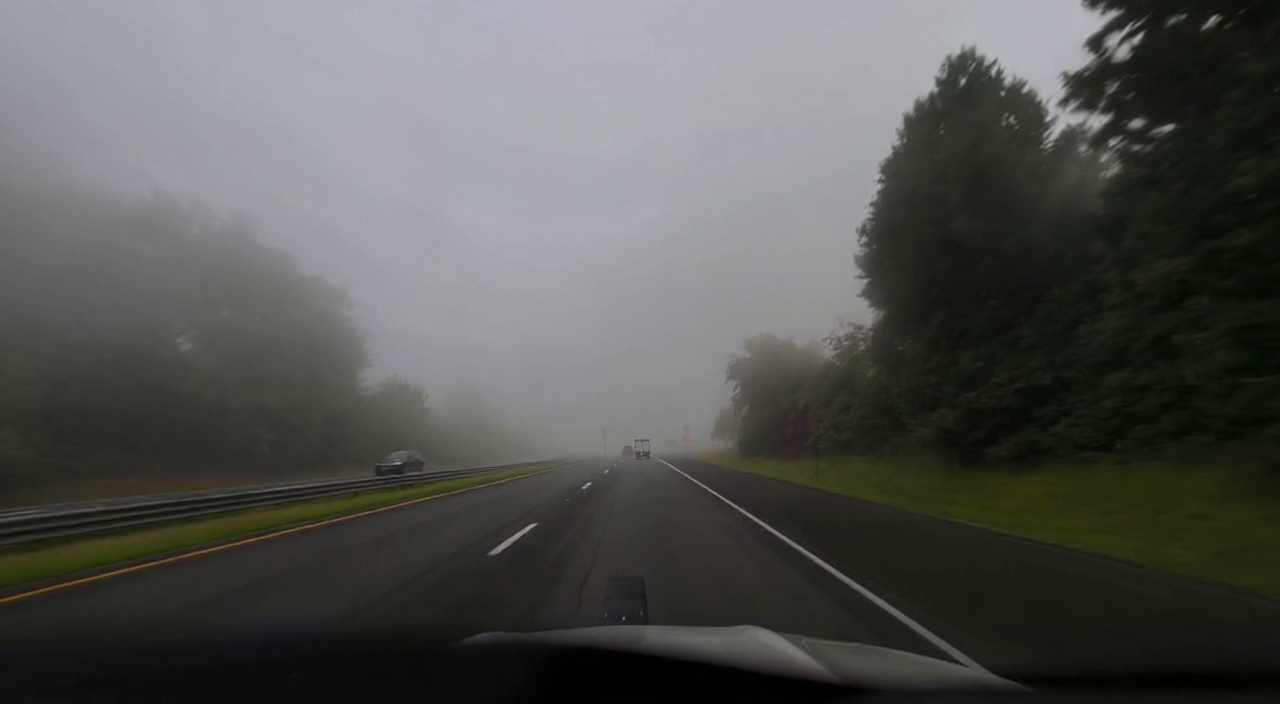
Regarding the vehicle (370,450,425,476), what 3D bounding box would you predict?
[{"bbox_3d":[-16.700,7.633,43.717,2.046,1.696,4.361,0,-9,0],"label":"vehicle"}]
